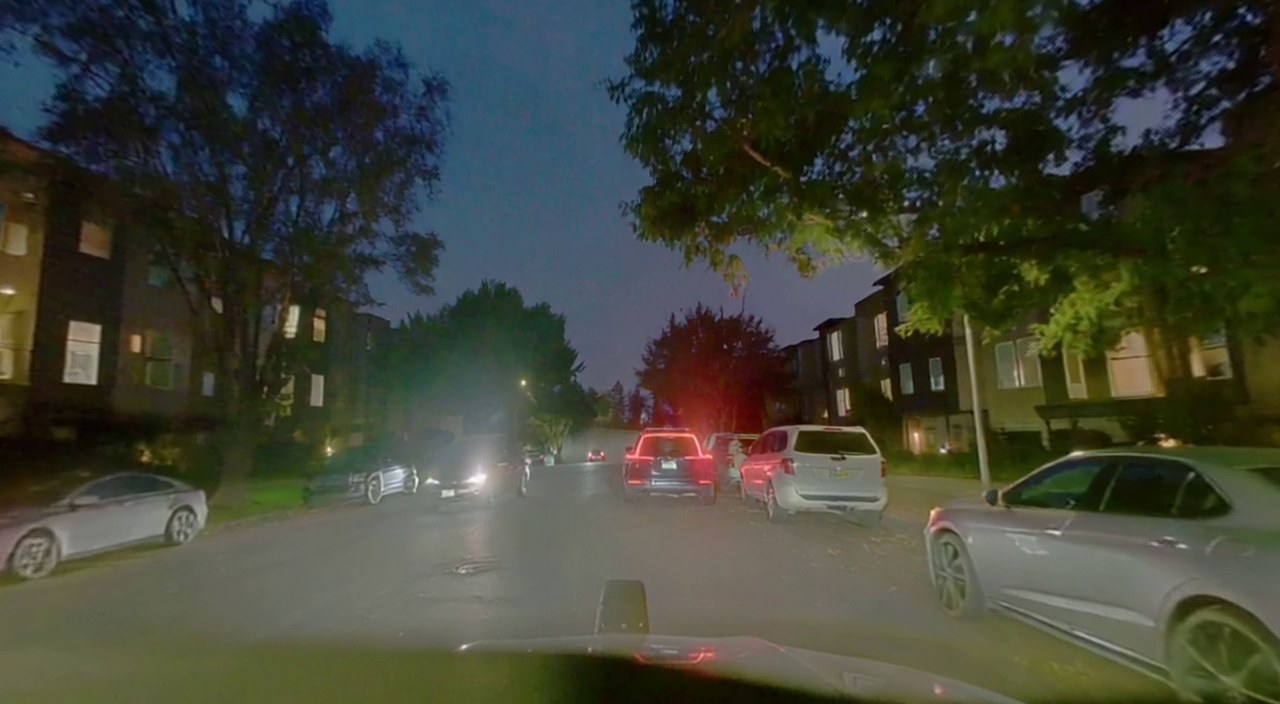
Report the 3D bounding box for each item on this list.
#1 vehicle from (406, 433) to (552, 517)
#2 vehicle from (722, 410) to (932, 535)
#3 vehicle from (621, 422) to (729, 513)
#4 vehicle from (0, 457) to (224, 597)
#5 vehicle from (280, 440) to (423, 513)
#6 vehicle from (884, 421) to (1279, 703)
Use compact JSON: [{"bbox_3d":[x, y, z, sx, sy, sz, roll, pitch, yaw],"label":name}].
[{"bbox_3d":[-3.616,2.838,15.028,2.018,1.691,3.995,-1,-9,7],"label":"vehicle"},{"bbox_3d":[3.074,2.141,11.846,2.082,1.799,5.207,0,-9,-3],"label":"vehicle"},{"bbox_3d":[0.628,2.596,14.684,2.055,1.717,5.172,0,-9,-1],"label":"vehicle"},{"bbox_3d":[-8.097,2.328,8.835,1.859,1.432,4.315,-5,-8,-4],"label":"vehicle"},{"bbox_3d":[-7.902,3.418,17.851,2.002,1.774,4.568,0,-9,-2],"label":"vehicle"},{"bbox_3d":[3.391,1.187,3.875,1.881,1.403,4.214,0,-9,-3],"label":"vehicle"}]
